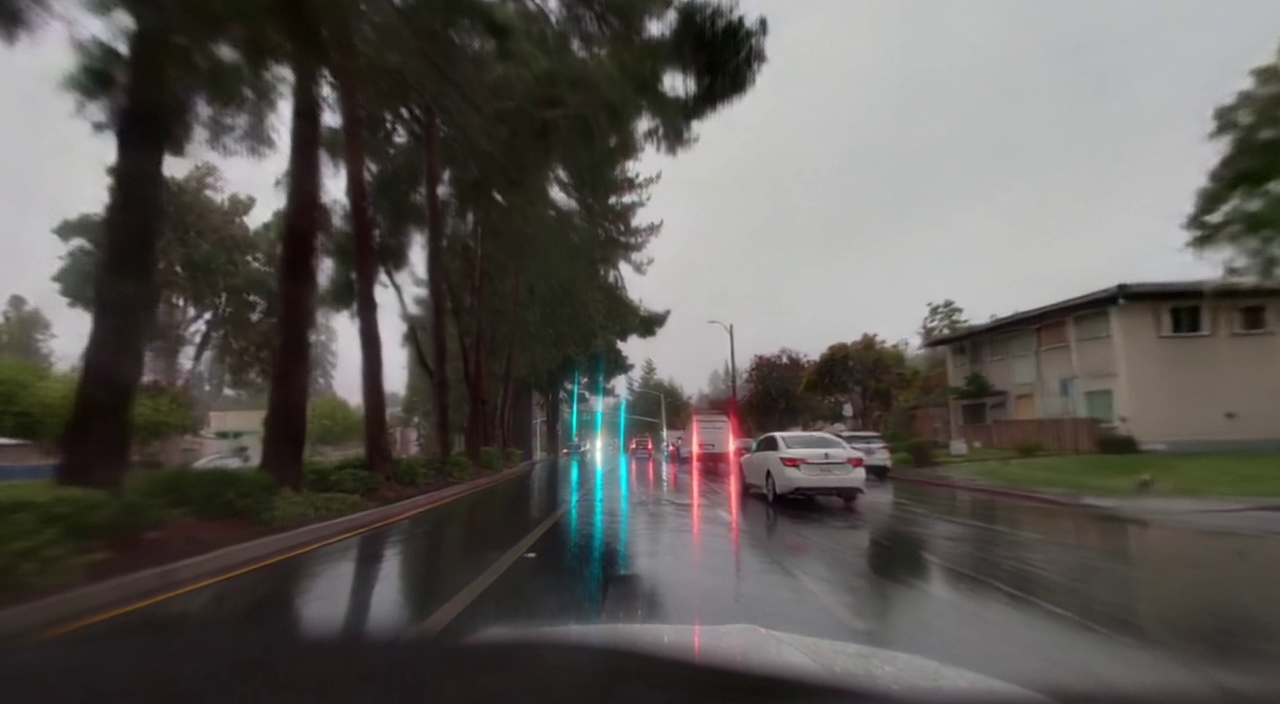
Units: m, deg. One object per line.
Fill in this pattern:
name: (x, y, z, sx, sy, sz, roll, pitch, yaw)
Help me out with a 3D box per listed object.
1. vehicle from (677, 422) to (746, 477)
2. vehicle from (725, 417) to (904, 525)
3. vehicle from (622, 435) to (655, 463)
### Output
vehicle: (2.911, 4.196, 27.272, 2.268, 2.090, 6.113, 0, -8, 0)
vehicle: (3.078, 2.226, 12.376, 2.041, 1.688, 4.717, 0, -8, -2)
vehicle: (-0.087, 6.305, 41.042, 2.052, 1.693, 4.554, 0, -8, 0)
